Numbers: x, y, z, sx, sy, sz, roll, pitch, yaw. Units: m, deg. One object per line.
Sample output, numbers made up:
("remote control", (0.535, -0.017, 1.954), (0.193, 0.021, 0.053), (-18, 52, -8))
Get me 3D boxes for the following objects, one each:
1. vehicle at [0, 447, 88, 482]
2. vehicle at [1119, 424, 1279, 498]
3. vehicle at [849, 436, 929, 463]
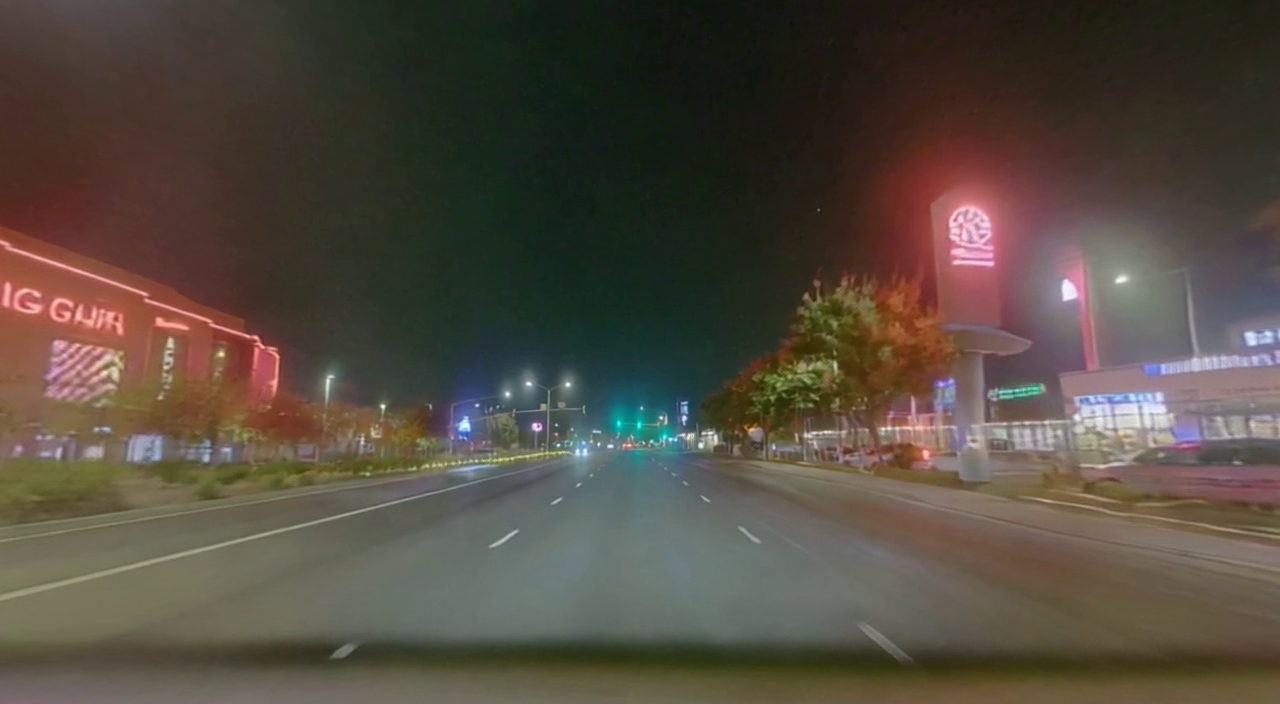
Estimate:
("vehicle", (-31.134, 5.626, 31.829), (4.654, 1.681, 2.034), (0, -9, 0))
("vehicle", (15.352, 2.814, 16.617), (1.881, 1.664, 4.658), (0, -9, 1))
("vehicle", (16.877, 6.613, 42.943), (4.634, 1.745, 1.893), (0, -9, 0))
